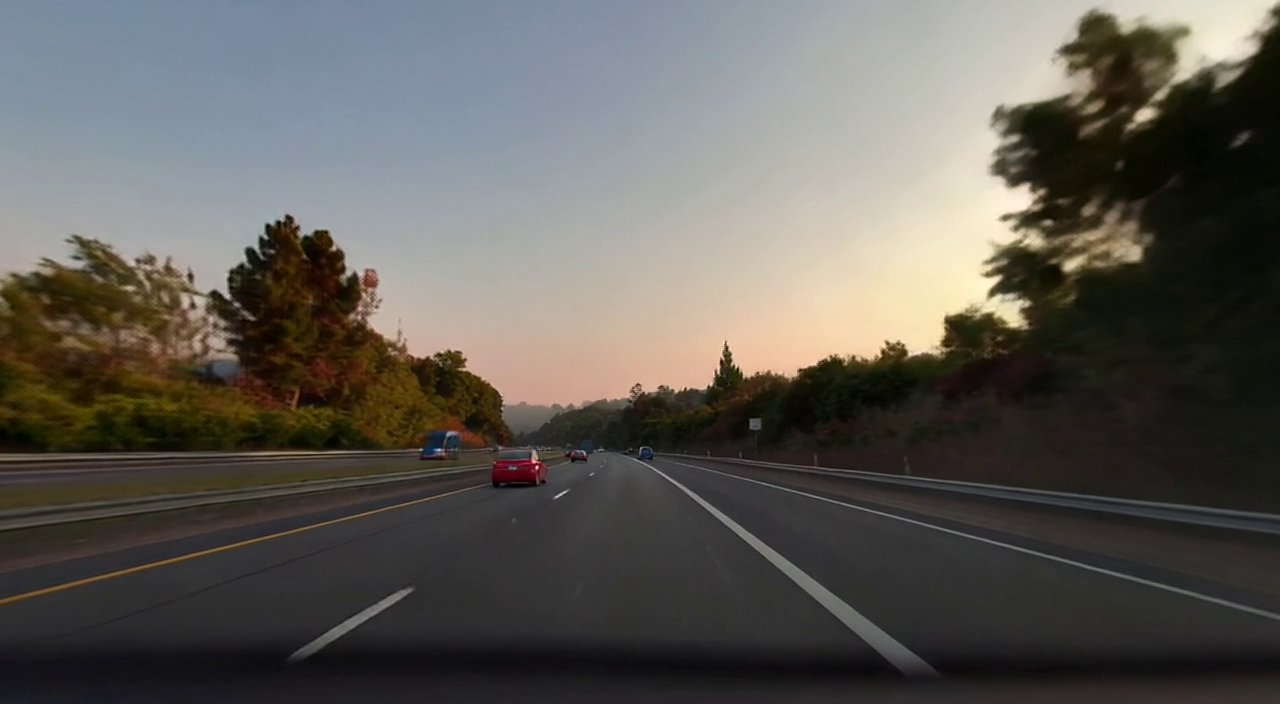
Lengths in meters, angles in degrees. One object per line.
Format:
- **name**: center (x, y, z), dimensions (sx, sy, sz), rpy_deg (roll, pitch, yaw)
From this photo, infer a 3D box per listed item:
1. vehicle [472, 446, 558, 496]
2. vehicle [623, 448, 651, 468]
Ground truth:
- **vehicle**: center (-4.101, 3.963, 21.536), dimensions (1.957, 1.499, 4.965), rpy_deg (0, -9, 0)
- **vehicle**: center (-0.277, 8.193, 48.895), dimensions (2.031, 1.483, 3.417), rpy_deg (0, -9, -2)
